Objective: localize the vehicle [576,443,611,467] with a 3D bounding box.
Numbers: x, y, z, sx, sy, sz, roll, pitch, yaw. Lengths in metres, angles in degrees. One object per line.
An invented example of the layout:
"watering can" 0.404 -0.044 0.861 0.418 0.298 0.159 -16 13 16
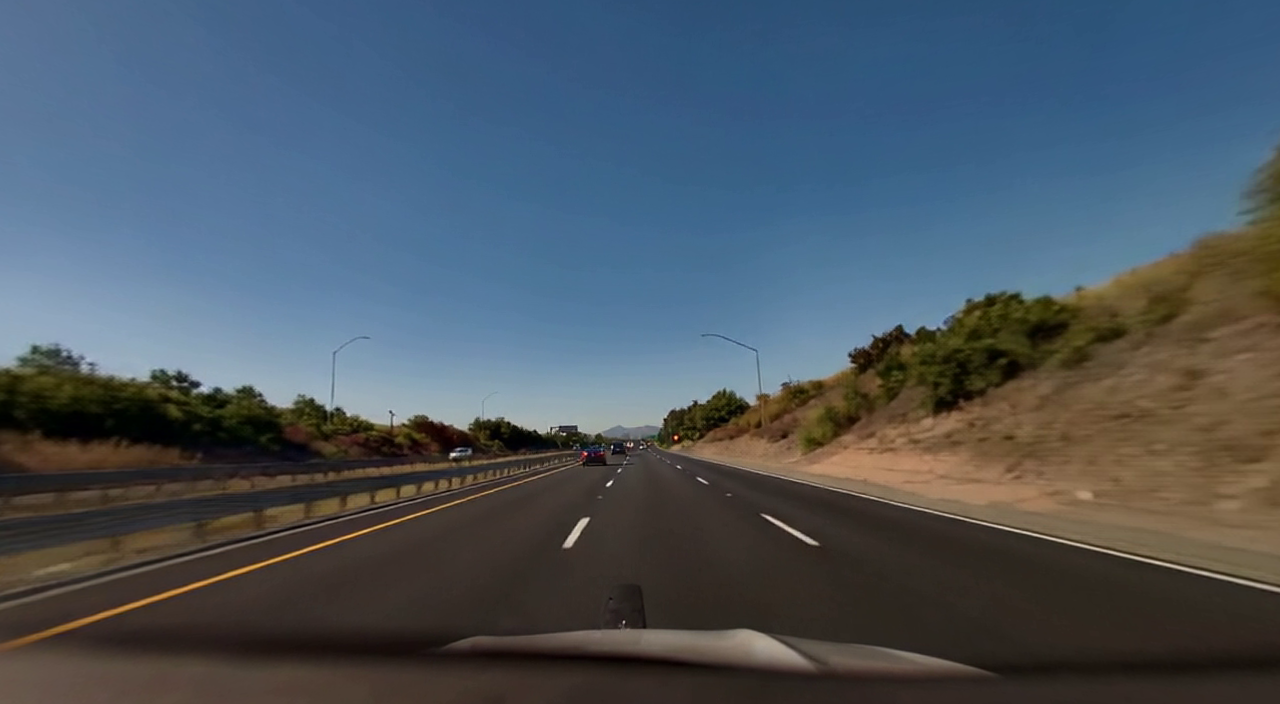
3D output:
"vehicle" -3.054 6.900 42.377 1.991 1.475 4.302 0 -8 0
